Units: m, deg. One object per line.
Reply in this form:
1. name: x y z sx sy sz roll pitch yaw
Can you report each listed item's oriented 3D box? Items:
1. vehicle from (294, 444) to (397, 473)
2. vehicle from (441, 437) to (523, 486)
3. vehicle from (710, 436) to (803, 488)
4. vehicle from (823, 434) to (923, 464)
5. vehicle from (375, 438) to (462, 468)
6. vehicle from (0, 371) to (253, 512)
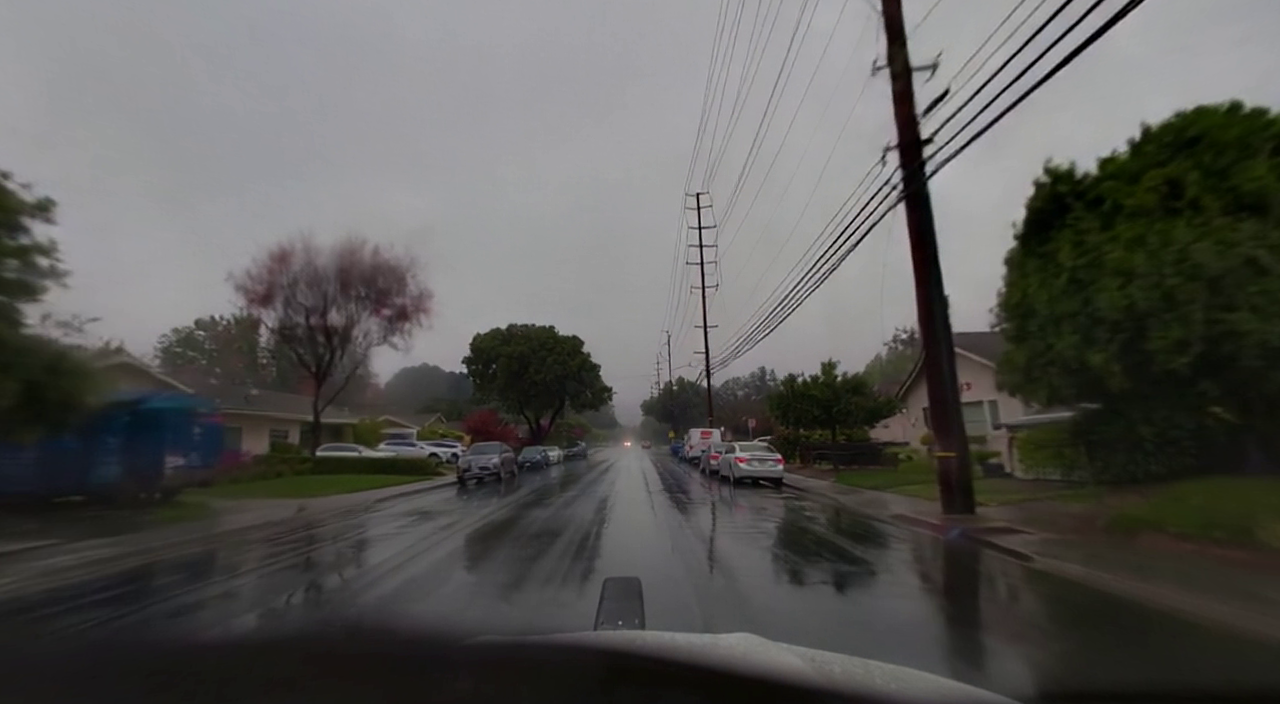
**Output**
1. vehicle: -15.322 5.545 32.921 4.388 1.466 2.008 0 -8 -1
2. vehicle: -6.136 4.287 25.013 1.989 1.693 4.292 -2 -8 2
3. vehicle: 3.741 3.622 21.159 2.112 1.528 4.944 0 -8 -1
4. vehicle: 12.526 5.270 34.087 4.606 1.484 2.042 0 -11 1
5. vehicle: -13.314 6.090 38.074 4.528 1.713 1.947 0 -8 -1
6. vehicle: -12.566 2.146 15.149 4.773 3.051 2.400 -1 -8 -1
